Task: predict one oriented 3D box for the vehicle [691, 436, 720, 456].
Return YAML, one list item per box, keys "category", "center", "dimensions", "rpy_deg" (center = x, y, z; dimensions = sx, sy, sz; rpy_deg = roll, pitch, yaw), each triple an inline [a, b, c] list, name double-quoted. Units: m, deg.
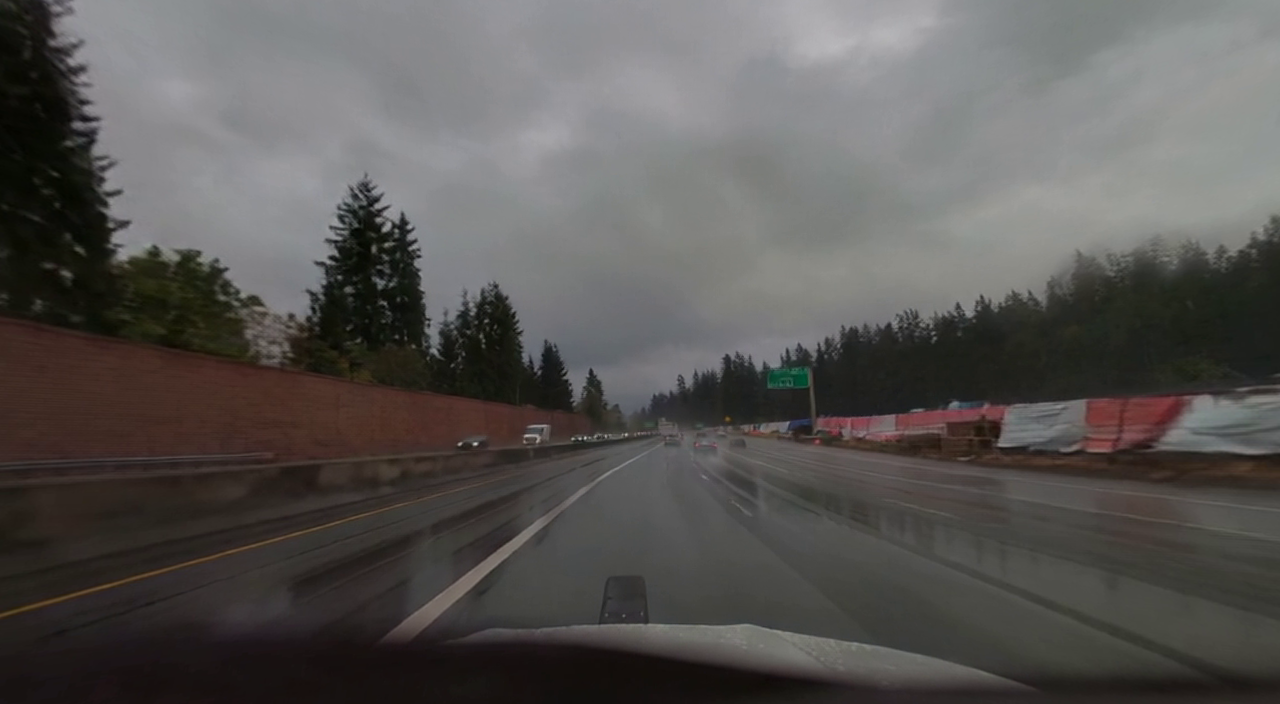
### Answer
- category: "vehicle"
  center: [5.077, 7.366, 49.532]
  dimensions: [1.926, 1.477, 4.080]
  rpy_deg: [0, -8, 2]
